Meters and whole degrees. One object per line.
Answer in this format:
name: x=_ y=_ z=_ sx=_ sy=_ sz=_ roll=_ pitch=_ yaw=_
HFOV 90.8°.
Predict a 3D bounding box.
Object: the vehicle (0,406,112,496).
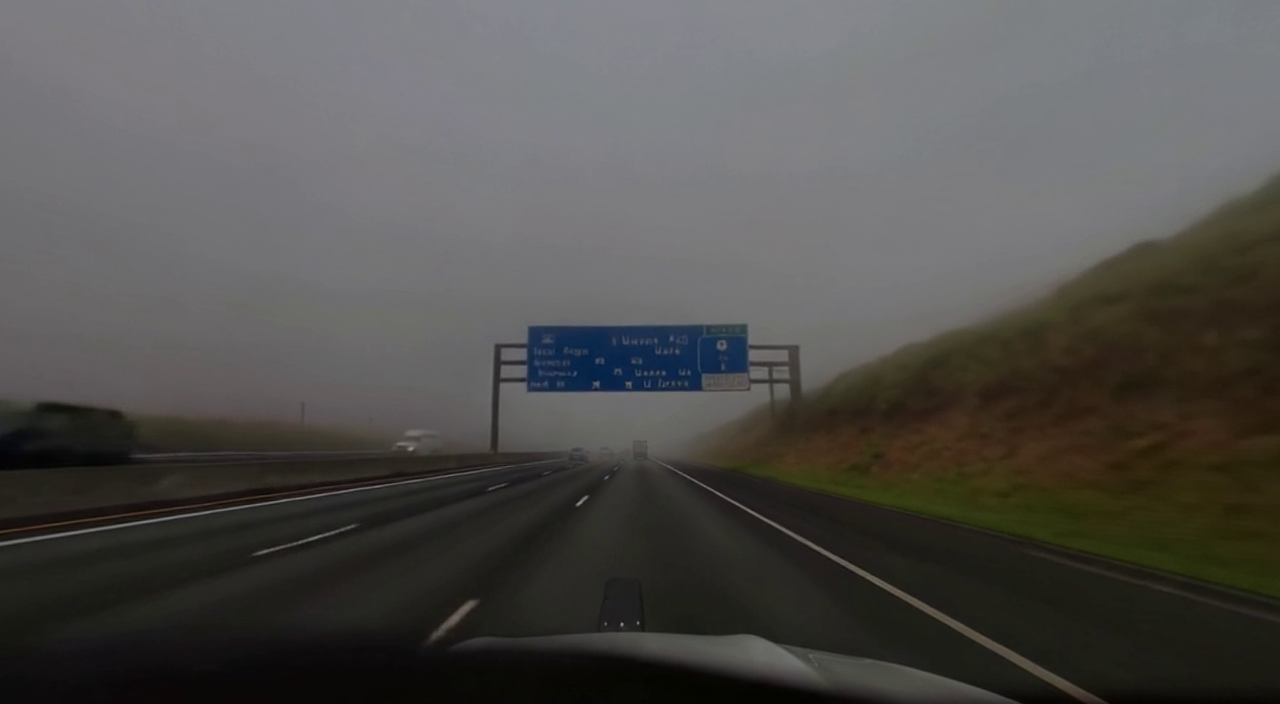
vehicle: x=-14.787 y=2.171 z=13.781 sx=2.059 sy=1.916 sz=5.094 roll=0 pitch=-9 yaw=-1
